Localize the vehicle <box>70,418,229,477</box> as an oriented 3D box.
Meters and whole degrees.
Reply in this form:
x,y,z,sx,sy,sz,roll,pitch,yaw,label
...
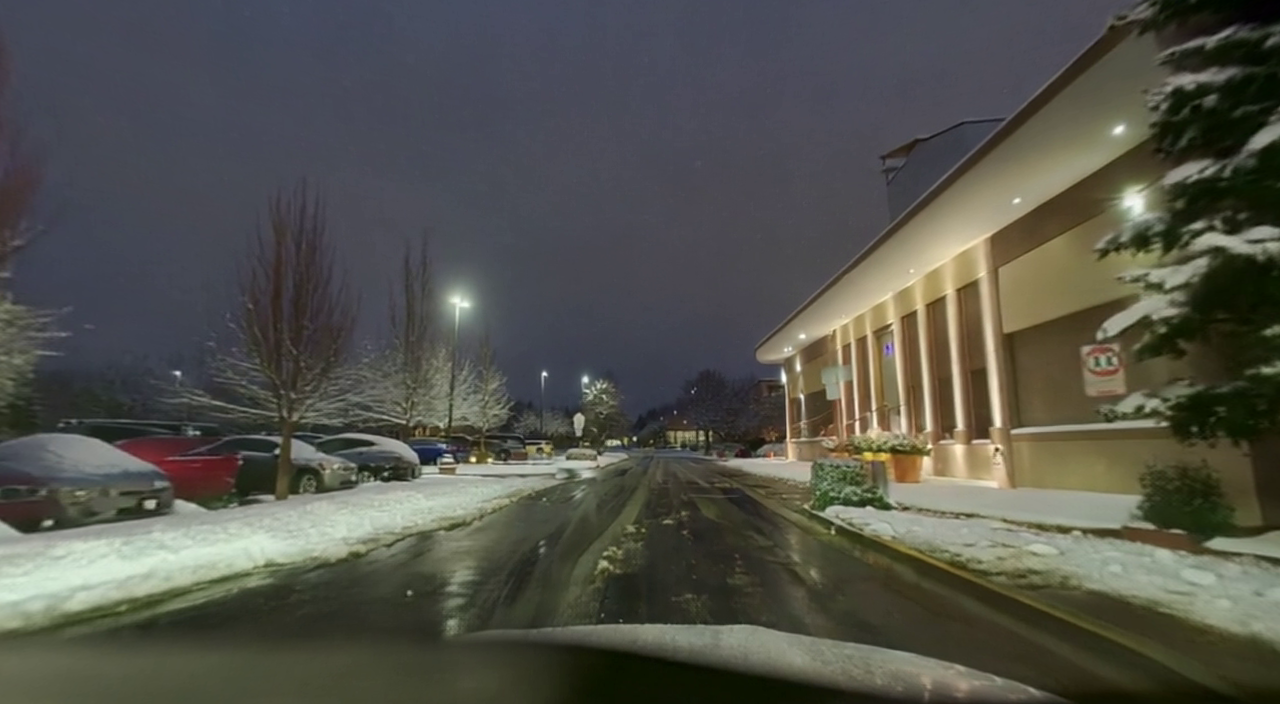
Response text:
x,y,z,sx,sy,sz,roll,pitch,yaw,label
-17.769,3.508,23.238,1.972,1.923,4.535,-1,-8,3,vehicle

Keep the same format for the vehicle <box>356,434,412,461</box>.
x,y,z,sx,sy,sz,roll,pitch,yaw,label
-16.760,6.258,41.506,1.902,1.645,3.903,0,-8,2,vehicle

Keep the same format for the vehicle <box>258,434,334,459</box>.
x,y,z,sx,sy,sz,roll,pitch,yaw,label
-22.546,6.229,41.550,1.773,1.498,4.085,0,-9,20,vehicle

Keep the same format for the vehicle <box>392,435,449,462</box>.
x,y,z,sx,sy,sz,roll,pitch,yaw,label
-14.258,6.296,41.345,1.928,1.613,4.197,-1,-8,5,vehicle

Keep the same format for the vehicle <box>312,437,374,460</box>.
x,y,z,sx,sy,sz,roll,pitch,yaw,label
-19.500,6.350,41.619,1.909,1.474,3.908,-1,-8,5,vehicle

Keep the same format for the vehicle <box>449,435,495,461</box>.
x,y,z,sx,sy,sz,roll,pitch,yaw,label
-11.085,6.387,41.993,1.892,1.597,4.259,0,-8,0,vehicle
